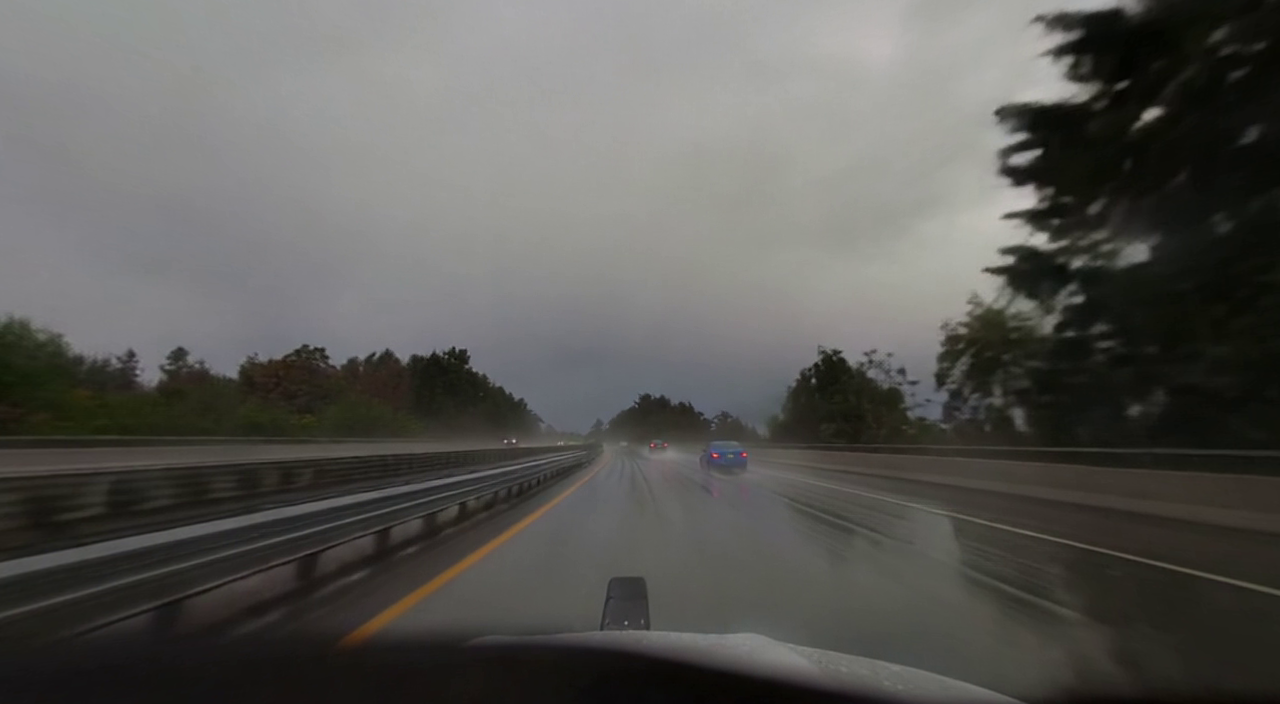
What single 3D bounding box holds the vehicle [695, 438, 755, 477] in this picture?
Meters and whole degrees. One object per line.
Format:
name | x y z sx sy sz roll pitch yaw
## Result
vehicle | 3.555 4.472 26.944 1.945 1.538 3.729 0 -8 -1
